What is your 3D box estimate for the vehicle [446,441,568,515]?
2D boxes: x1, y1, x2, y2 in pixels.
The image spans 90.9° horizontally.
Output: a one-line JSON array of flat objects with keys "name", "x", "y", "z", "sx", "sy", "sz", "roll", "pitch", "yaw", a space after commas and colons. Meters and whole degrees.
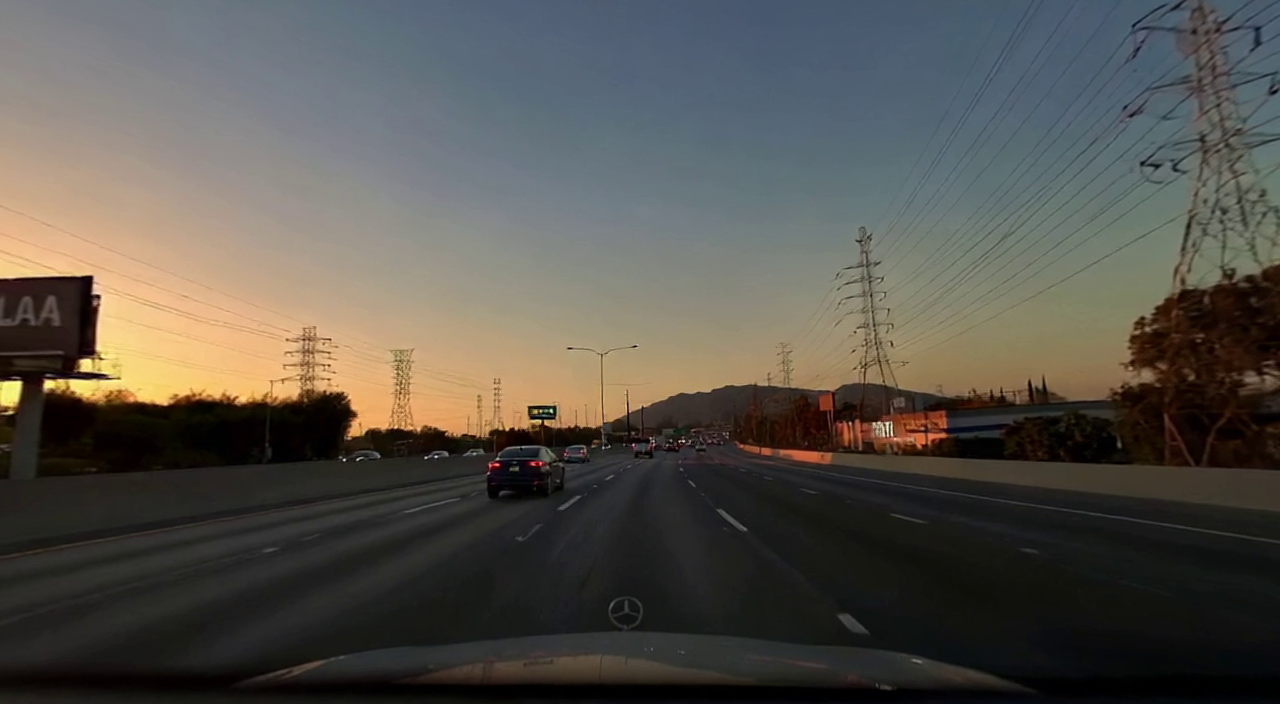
[{"name": "vehicle", "x": -2.898, "y": 2.824, "z": 14.661, "sx": 1.891, "sy": 1.444, "sz": 3.968, "roll": 0, "pitch": -8, "yaw": 1}]
